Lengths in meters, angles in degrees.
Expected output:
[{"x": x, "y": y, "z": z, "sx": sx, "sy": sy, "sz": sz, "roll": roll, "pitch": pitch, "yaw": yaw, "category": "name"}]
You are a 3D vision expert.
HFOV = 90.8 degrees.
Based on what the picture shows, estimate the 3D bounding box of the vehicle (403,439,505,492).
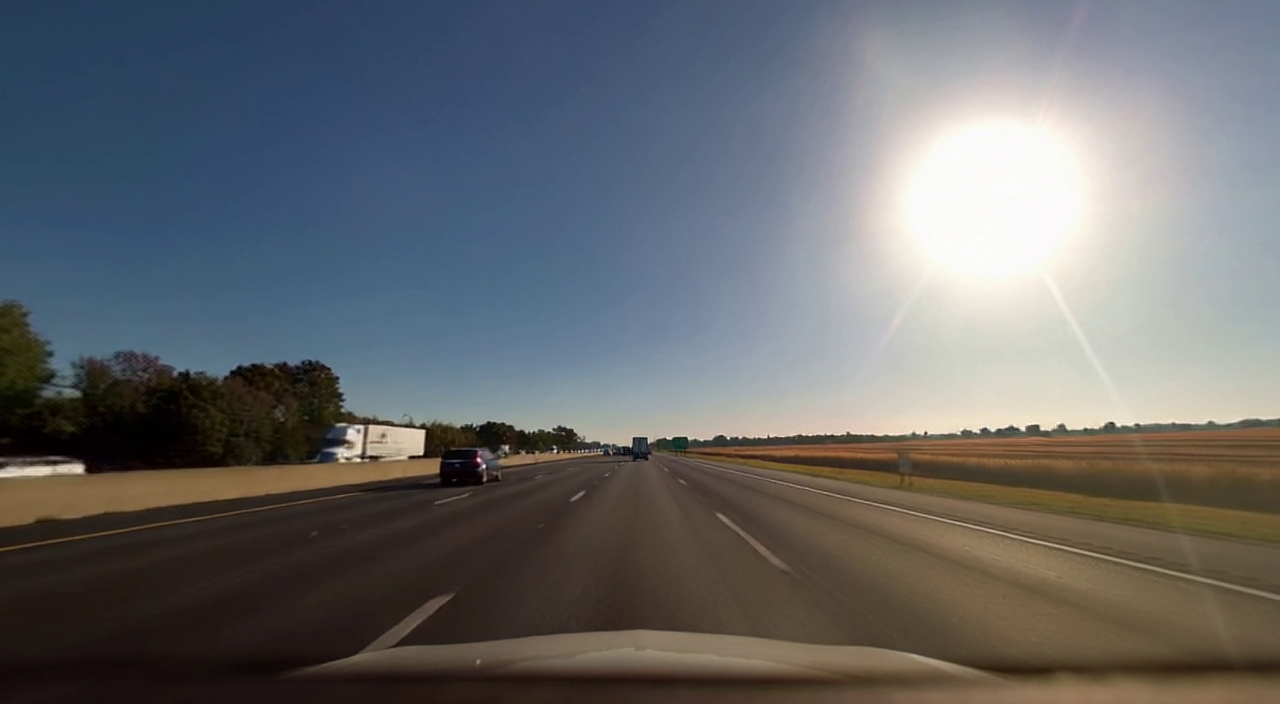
[{"x": -6.571, "y": 4.092, "z": 22.979, "sx": 2.234, "sy": 1.698, "sz": 4.634, "roll": 0, "pitch": -9, "yaw": 1, "category": "vehicle"}]
